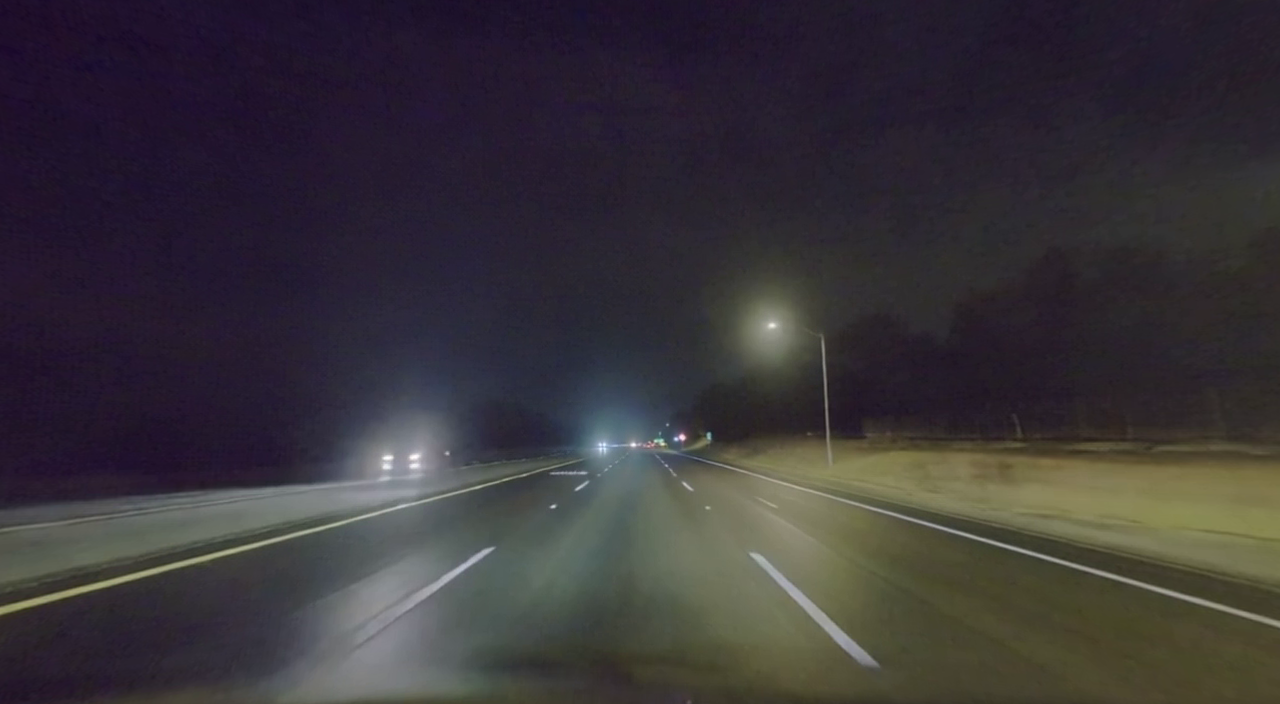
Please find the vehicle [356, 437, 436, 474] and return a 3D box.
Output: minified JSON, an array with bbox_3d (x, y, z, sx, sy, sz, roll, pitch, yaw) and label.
[{"bbox_3d":[-12.197,5.192,31.849,2.047,1.735,4.728,0,-8,1],"label":"vehicle"}]
